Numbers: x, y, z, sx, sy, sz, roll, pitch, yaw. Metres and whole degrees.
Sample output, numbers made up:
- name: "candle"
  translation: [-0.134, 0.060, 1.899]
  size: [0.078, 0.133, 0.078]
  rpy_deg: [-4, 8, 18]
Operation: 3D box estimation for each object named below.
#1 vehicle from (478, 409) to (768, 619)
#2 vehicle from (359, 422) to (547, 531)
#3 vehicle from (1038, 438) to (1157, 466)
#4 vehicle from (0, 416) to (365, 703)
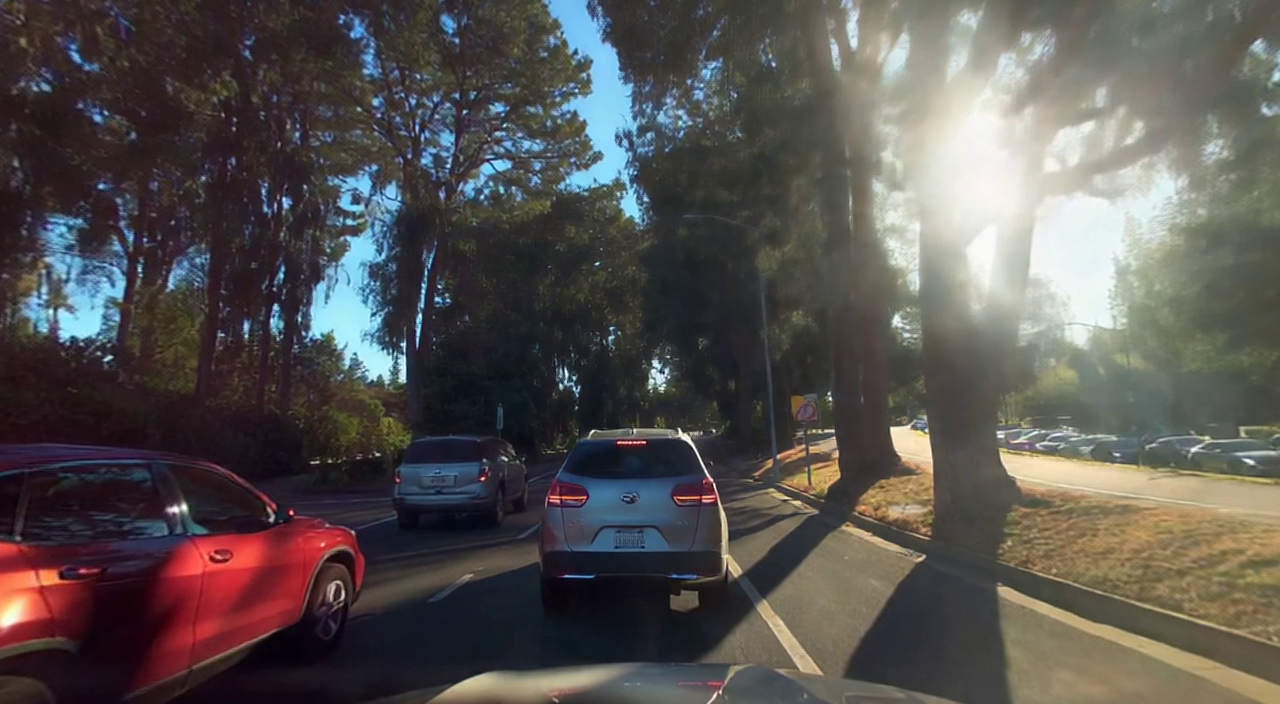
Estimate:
- name: "vehicle"
  translation: [-0.045, 1.531, 6.890]
  size: [2.229, 1.591, 3.897]
  rpy_deg: [0, -8, 3]
- name: "vehicle"
  translation: [-3.393, 2.371, 12.655]
  size: [2.188, 1.745, 4.618]
  rpy_deg: [0, -8, 2]
- name: "vehicle"
  translation: [28.480, 6.224, 39.438]
  size: [5.955, 1.702, 2.166]
  rpy_deg: [1, -8, -6]
- name: "vehicle"
  translation: [-3.680, 1.181, 3.827]
  size: [1.922, 1.464, 4.424]
  rpy_deg: [0, -8, 2]
